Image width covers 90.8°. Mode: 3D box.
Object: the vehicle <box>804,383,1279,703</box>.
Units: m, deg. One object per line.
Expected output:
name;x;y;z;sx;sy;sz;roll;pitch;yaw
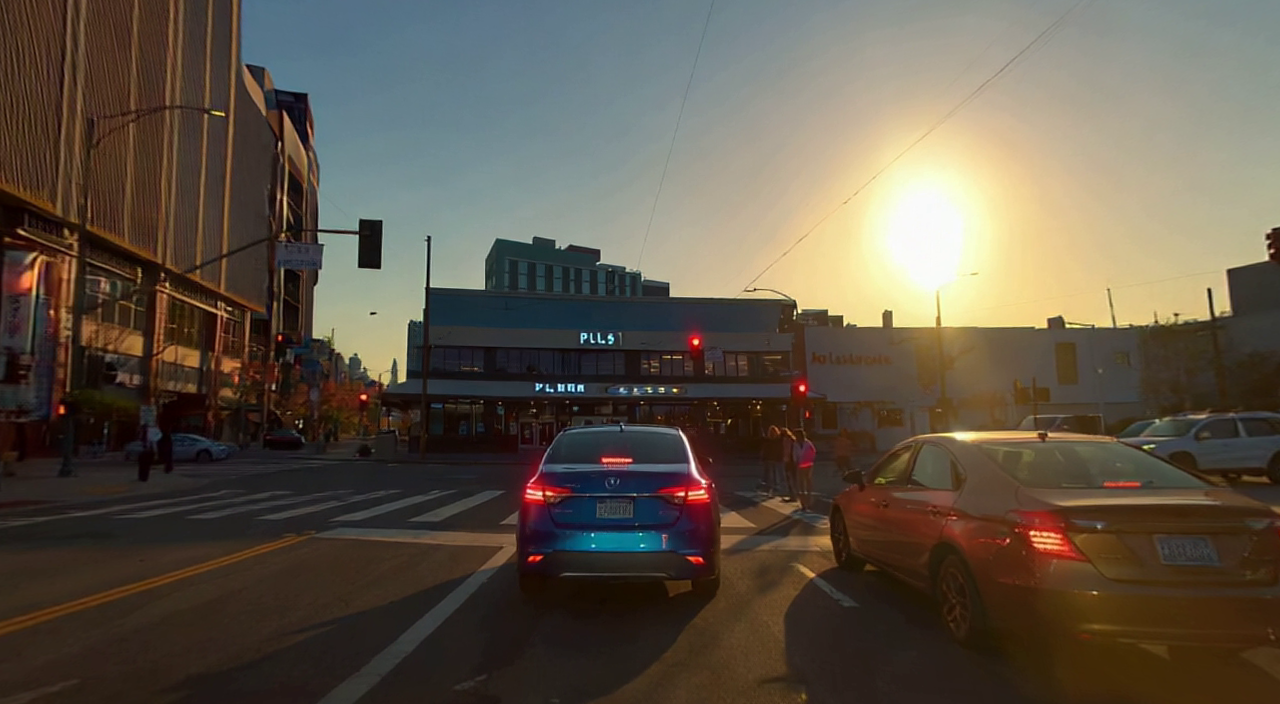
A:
vehicle;3.039;1.306;5.441;1.983;1.654;4.354;0;-8;-1

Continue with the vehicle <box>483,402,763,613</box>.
vehicle;-0.124;1.533;7.233;2.123;1.589;4.702;0;-8;0

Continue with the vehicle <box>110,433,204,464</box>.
vehicle;-26.268;5.248;34.382;4.253;1.570;2.132;-4;-9;23
